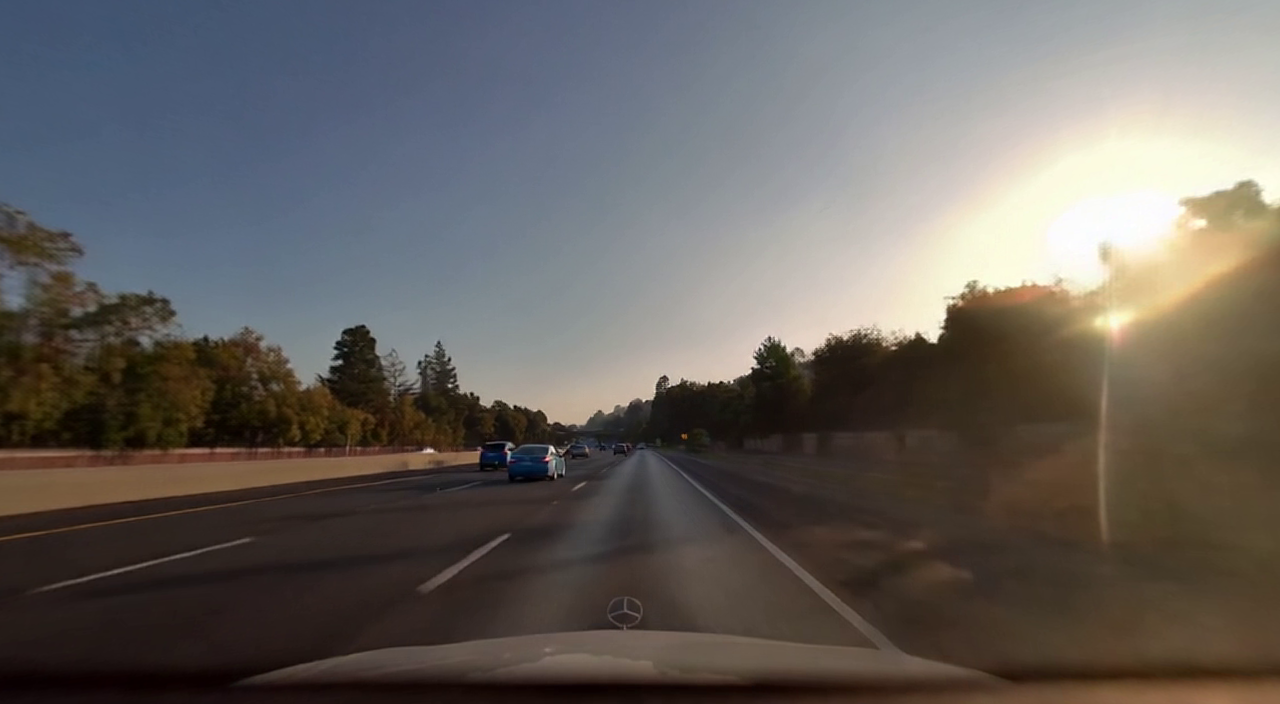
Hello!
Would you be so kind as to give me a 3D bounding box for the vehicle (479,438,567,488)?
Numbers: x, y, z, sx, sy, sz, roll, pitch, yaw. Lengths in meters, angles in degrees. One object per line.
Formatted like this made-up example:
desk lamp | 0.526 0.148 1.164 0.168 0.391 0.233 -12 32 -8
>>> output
vehicle | -3.933 3.822 22.143 2.081 1.514 4.943 0 -8 1
